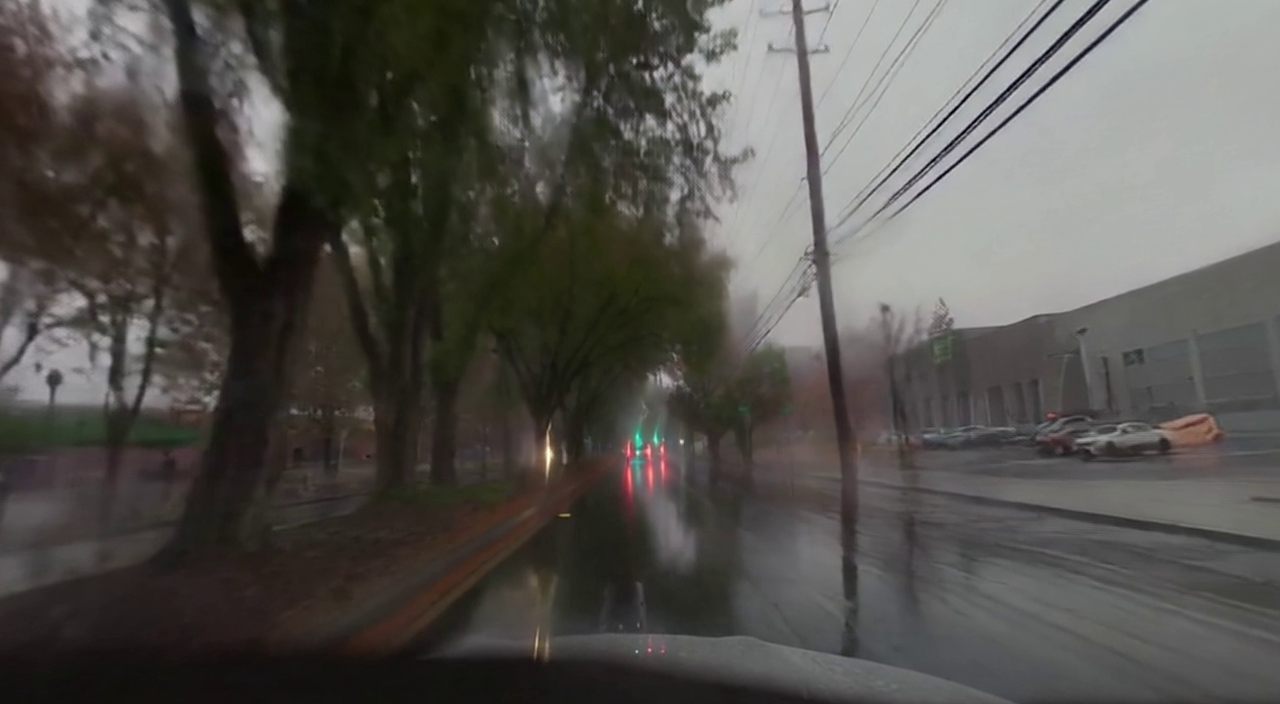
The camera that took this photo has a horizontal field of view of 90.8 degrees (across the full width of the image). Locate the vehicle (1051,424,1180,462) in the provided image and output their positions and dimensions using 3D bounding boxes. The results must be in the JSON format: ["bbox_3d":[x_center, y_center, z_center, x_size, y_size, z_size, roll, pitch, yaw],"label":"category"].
[{"bbox_3d":[25.919,5.096,34.809,2.189,1.805,5.633,-1,-10,-7],"label":"vehicle"}]

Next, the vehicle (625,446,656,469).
[{"bbox_3d":[0.007,7.783,46.775,2.109,1.501,4.042,-1,-8,-1],"label":"vehicle"}]
